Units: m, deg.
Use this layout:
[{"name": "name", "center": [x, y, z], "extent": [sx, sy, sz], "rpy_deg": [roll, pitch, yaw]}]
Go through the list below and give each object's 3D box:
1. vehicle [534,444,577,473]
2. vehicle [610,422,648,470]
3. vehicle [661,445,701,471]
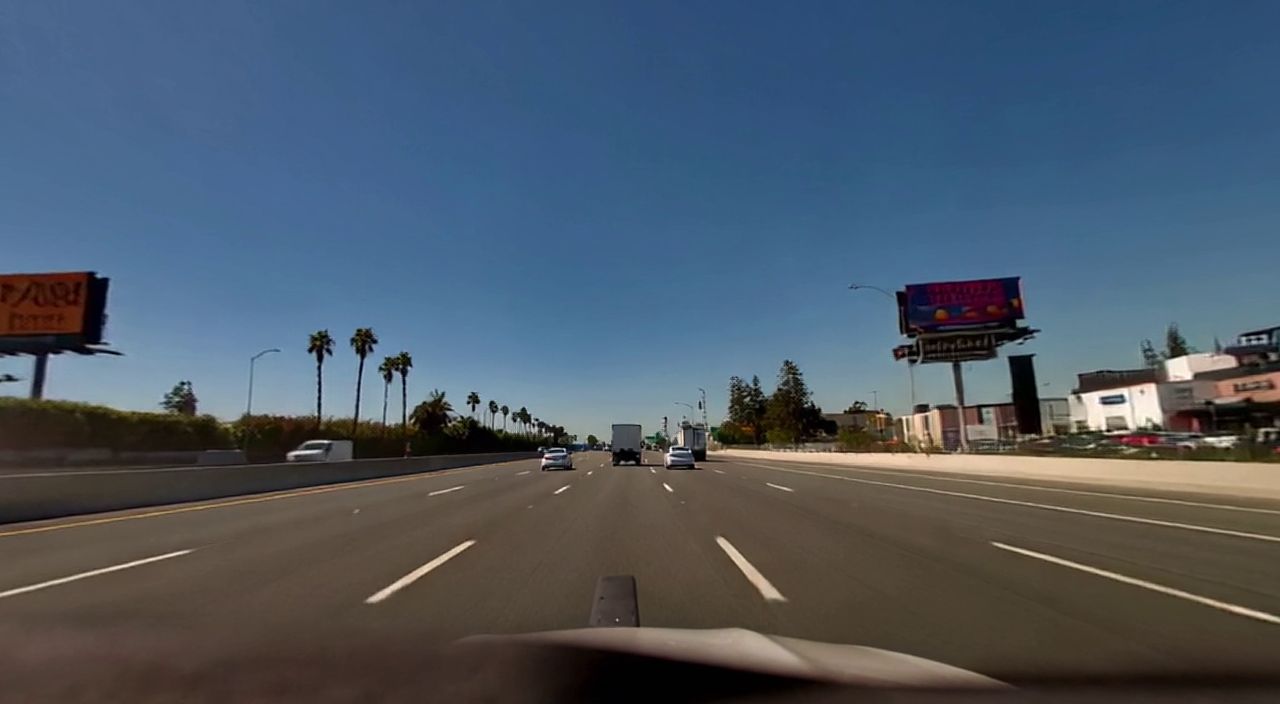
[{"name": "vehicle", "center": [-5.069, 6.431, 38.322], "extent": [2.021, 1.598, 4.887], "rpy_deg": [0, -9, -1]}, {"name": "vehicle", "center": [-0.758, 6.325, 42.345], "extent": [2.364, 2.953, 6.495], "rpy_deg": [0, -9, -1]}, {"name": "vehicle", "center": [2.644, 6.958, 41.809], "extent": [2.175, 1.598, 4.584], "rpy_deg": [0, -9, -2]}]
